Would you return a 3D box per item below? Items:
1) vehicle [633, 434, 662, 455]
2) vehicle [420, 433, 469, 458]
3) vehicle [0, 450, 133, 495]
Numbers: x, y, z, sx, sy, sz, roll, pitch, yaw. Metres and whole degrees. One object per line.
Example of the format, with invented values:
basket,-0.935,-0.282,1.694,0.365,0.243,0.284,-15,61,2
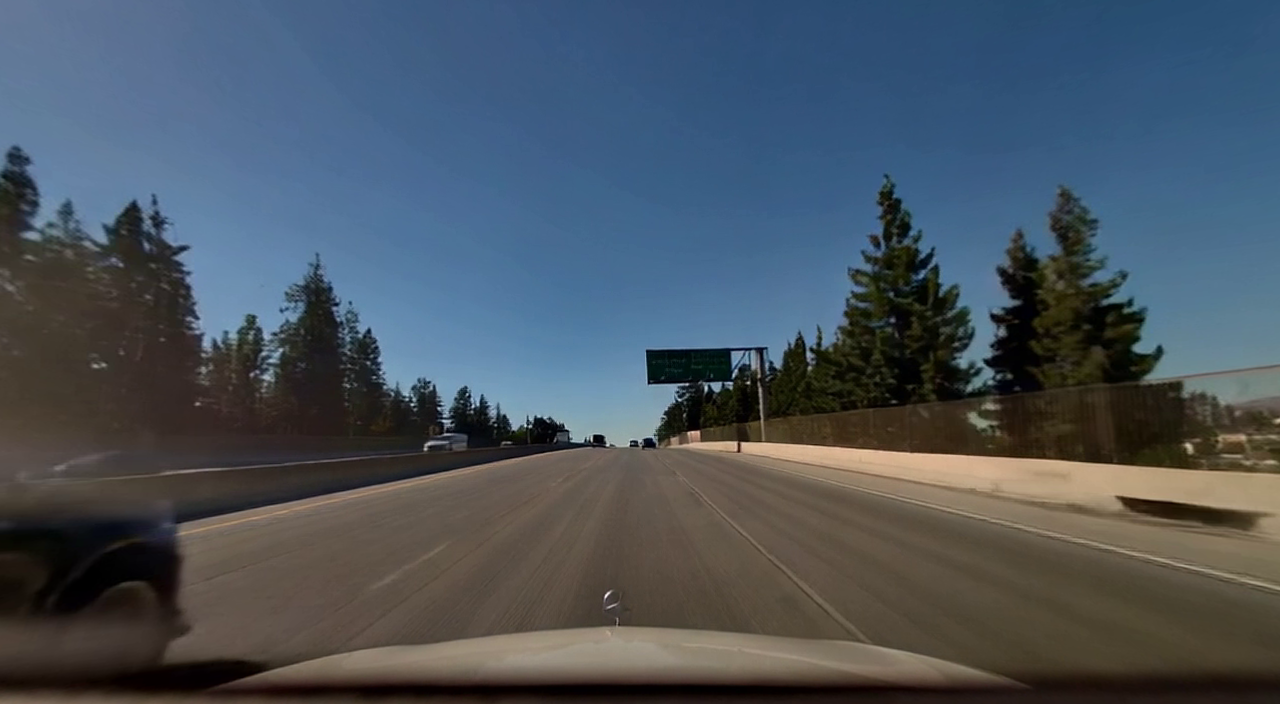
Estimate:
vehicle,0.497,6.582,45.053,1.911,1.449,3.776,0,-8,-2
vehicle,-14.108,6.783,45.827,2.003,1.719,4.843,0,-8,0
vehicle,-22.612,4.664,24.755,1.797,1.516,4.192,0,-8,1
